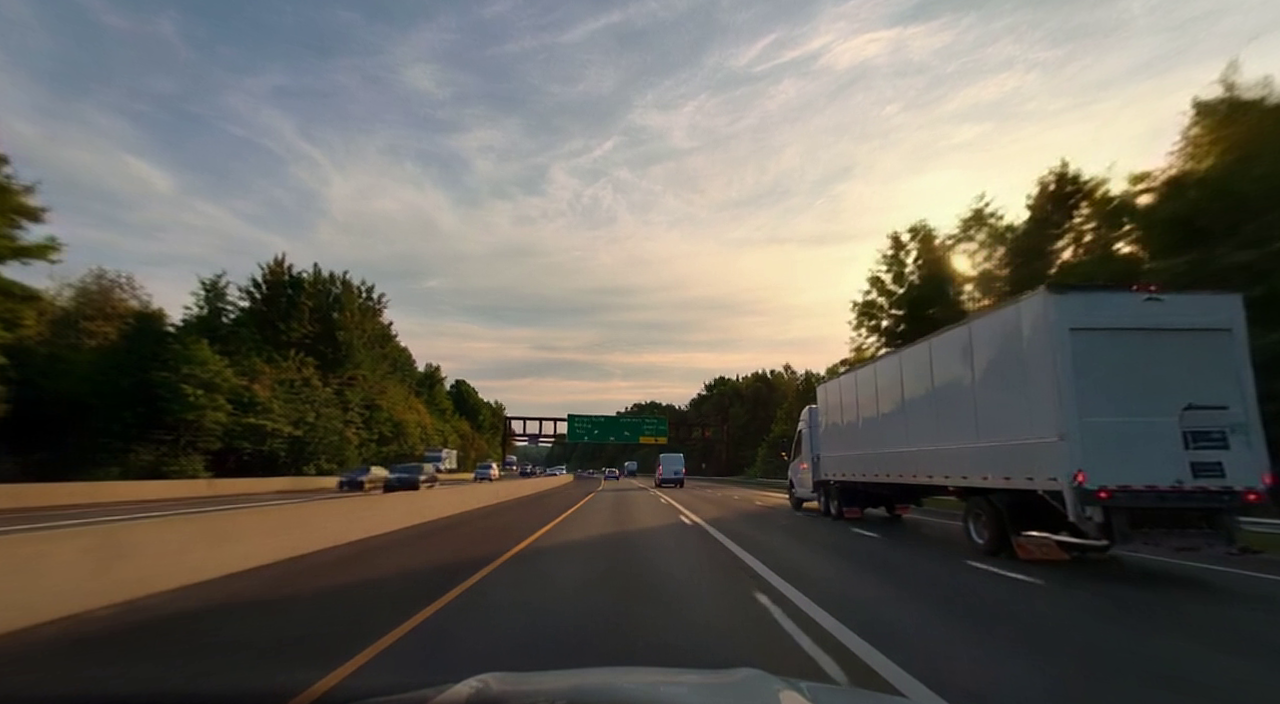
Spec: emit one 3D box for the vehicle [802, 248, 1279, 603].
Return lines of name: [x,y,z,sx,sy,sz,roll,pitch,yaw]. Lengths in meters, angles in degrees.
vehicle: [7.157,2.058,14.384,2.866,4.102,14.351,1,-10,-1]

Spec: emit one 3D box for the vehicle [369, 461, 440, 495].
vehicle: [-11.203,6.025,30.189,1.890,1.515,3.920,1,-10,-1]

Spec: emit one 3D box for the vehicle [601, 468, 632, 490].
vehicle: [-1.716,9.180,45.589,2.106,1.524,4.381,1,-10,-2]

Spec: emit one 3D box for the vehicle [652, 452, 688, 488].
vehicle: [2.267,9.192,49.026,2.291,2.639,5.280,1,-10,-3]
